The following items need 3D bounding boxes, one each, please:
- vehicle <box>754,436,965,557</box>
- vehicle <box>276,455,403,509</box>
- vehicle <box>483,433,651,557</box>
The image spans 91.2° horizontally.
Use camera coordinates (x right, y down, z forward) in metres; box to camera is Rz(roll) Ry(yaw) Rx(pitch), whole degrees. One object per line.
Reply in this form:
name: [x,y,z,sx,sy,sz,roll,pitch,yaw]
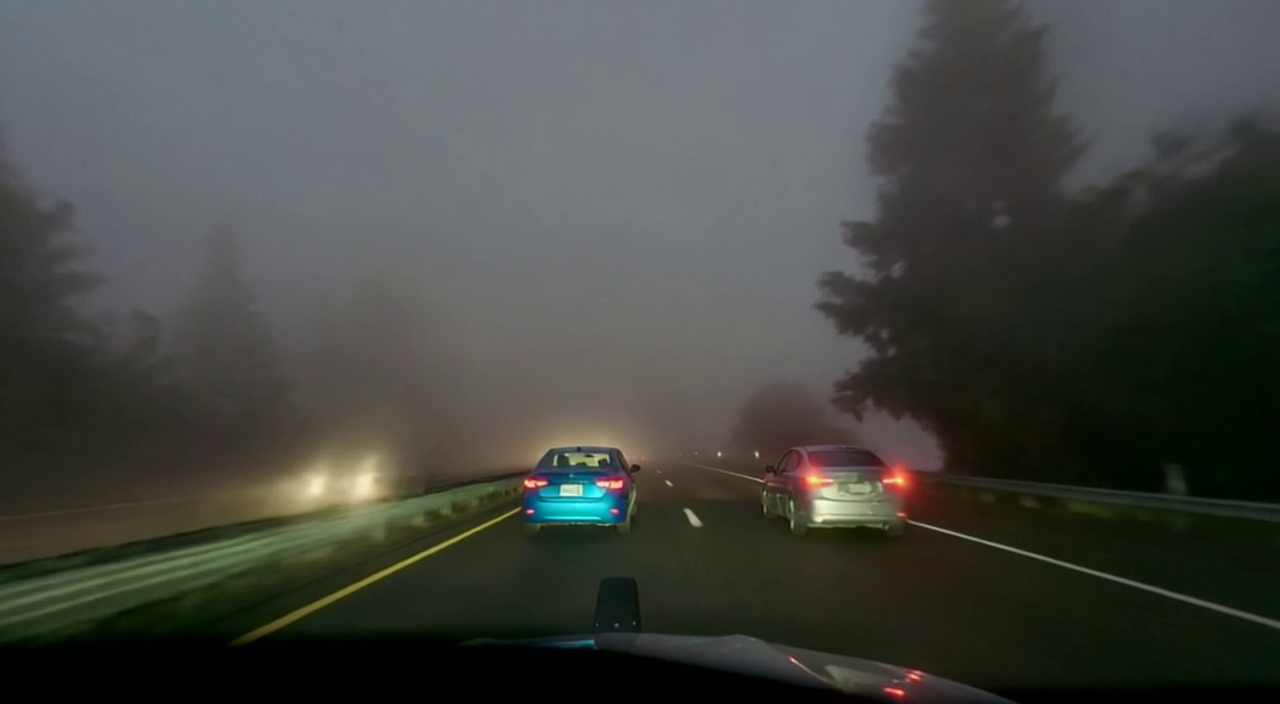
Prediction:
vehicle: [3.198,2.179,10.150,2.021,1.533,4.014,-1,-9,2]
vehicle: [-9.660,4.171,20.575,1.937,1.521,4.208,-1,-9,2]
vehicle: [-0.902,2.153,10.147,2.083,1.548,4.251,-1,-9,2]
